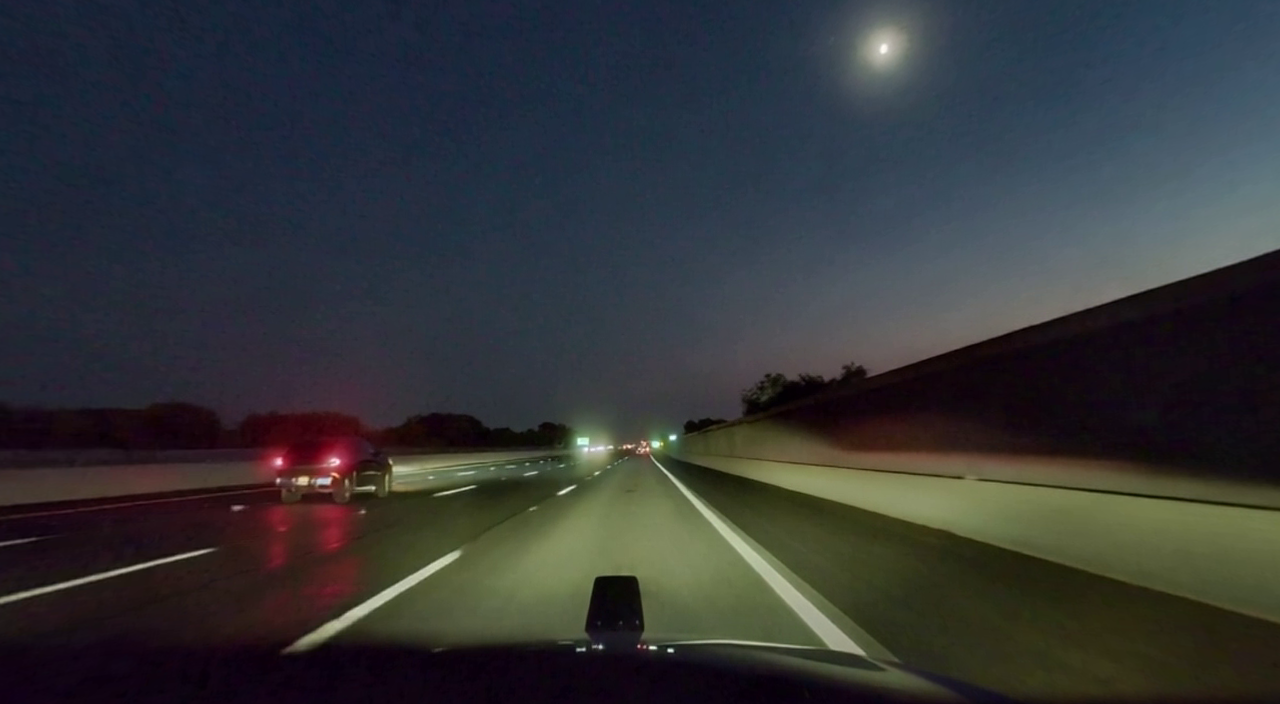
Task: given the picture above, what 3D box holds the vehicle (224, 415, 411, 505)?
[{"bbox_3d":[-8.014,2.752,16.389,2.163,1.947,4.959,0,-9,1],"label":"vehicle"}]
